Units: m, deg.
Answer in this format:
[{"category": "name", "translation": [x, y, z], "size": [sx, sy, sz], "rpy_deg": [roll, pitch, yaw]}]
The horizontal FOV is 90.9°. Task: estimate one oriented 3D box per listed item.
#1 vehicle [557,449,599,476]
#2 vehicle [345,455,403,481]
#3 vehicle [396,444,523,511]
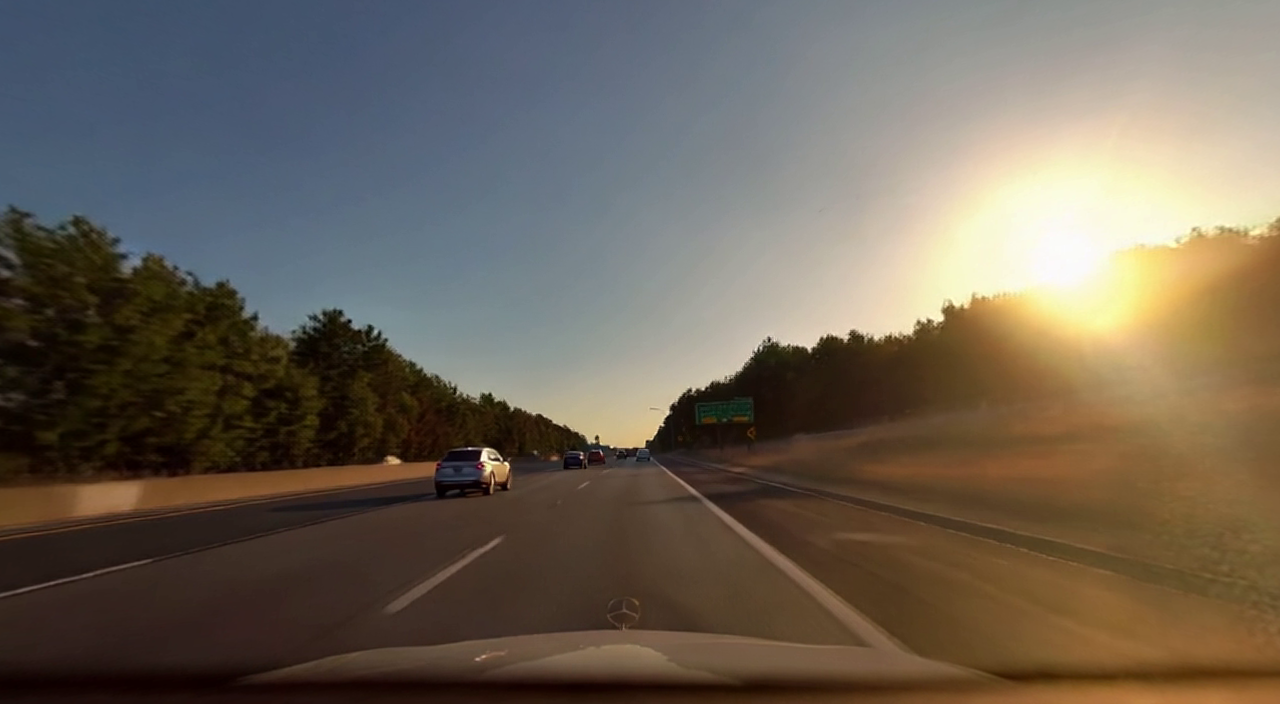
[{"category": "vehicle", "translation": [-3.551, 6.413, 36.751], "size": [2.005, 1.474, 3.921], "rpy_deg": [0, -9, 1]}, {"category": "vehicle", "translation": [-17.785, 7.769, 42.395], "size": [1.960, 1.636, 4.304], "rpy_deg": [0, -9, 1]}, {"category": "vehicle", "translation": [-4.526, 3.219, 16.640], "size": [1.975, 1.501, 4.603], "rpy_deg": [0, -9, 0]}]
